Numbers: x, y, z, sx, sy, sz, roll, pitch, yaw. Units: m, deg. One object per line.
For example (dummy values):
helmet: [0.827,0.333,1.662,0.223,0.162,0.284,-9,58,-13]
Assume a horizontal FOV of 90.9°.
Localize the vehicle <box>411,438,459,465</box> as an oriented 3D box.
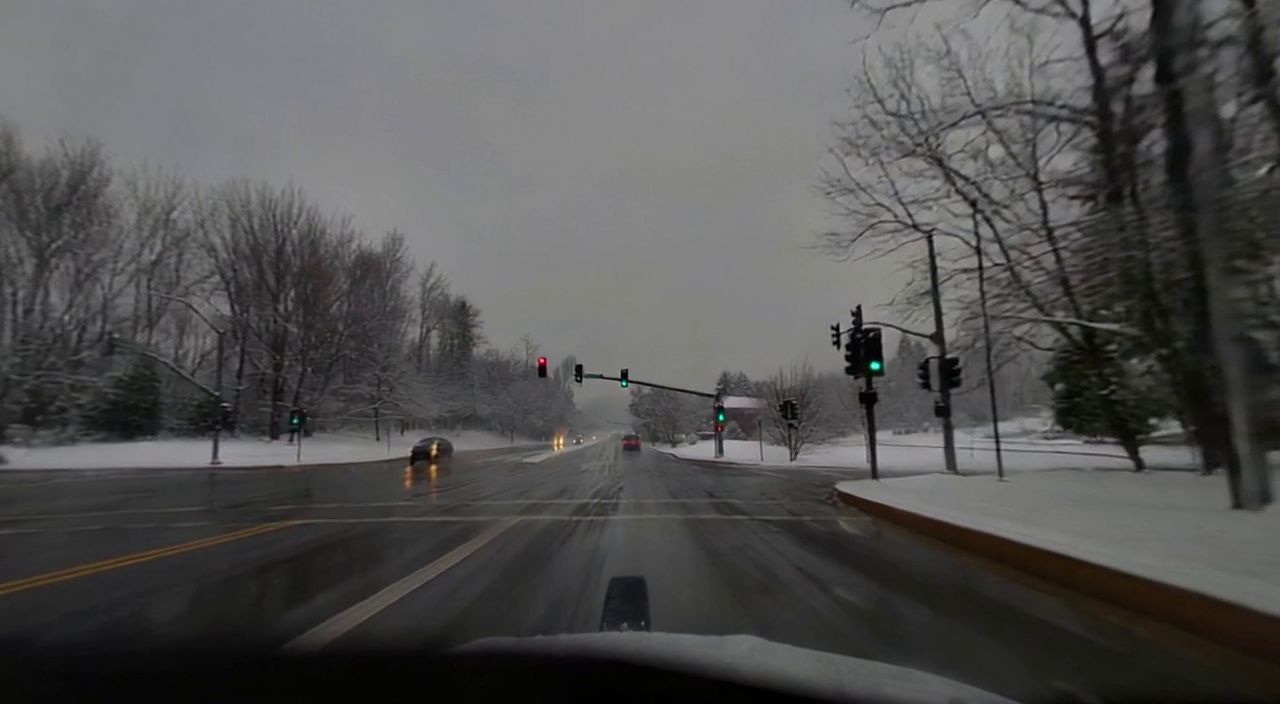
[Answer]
vehicle: [-13.340,6.499,41.236,1.877,1.600,3.952,1,-9,-1]
